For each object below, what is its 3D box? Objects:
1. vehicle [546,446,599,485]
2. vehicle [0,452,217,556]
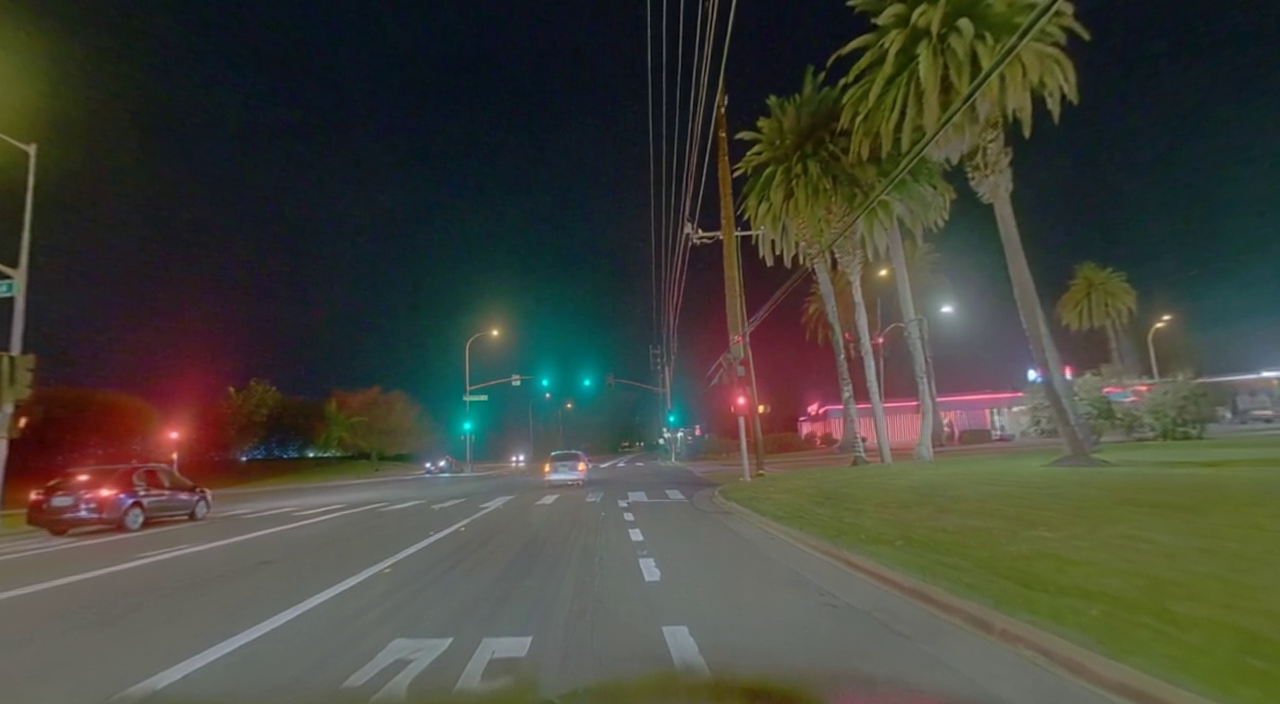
[{"bbox_3d":[-2.769,4.761,26.813,2.063,1.474,4.334,0,-8,-3],"label":"vehicle"},{"bbox_3d":[-11.945,3.163,13.969,2.050,1.811,4.752,0,-8,-3],"label":"vehicle"}]
